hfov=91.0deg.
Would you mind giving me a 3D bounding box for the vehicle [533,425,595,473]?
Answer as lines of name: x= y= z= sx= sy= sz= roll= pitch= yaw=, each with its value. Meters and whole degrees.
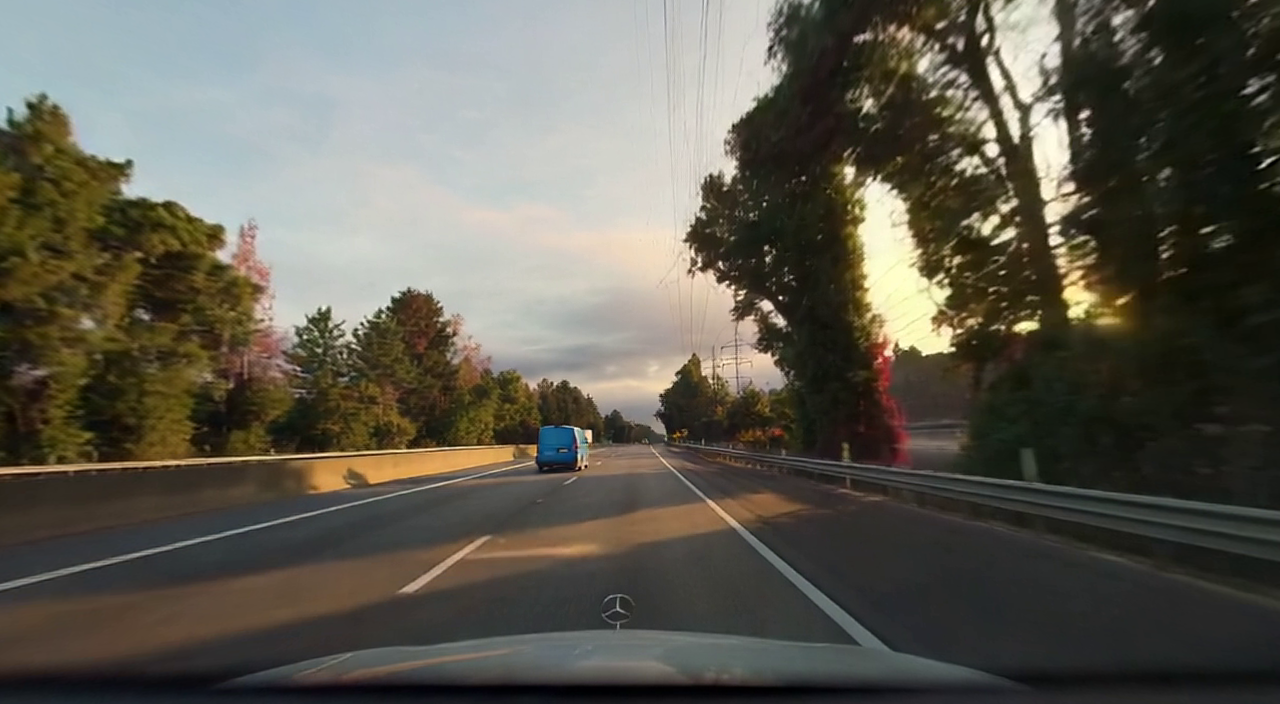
vehicle: x=-3.135 y=4.113 z=26.928 sx=2.041 sy=1.856 sz=4.353 roll=0 pitch=-8 yaw=1
